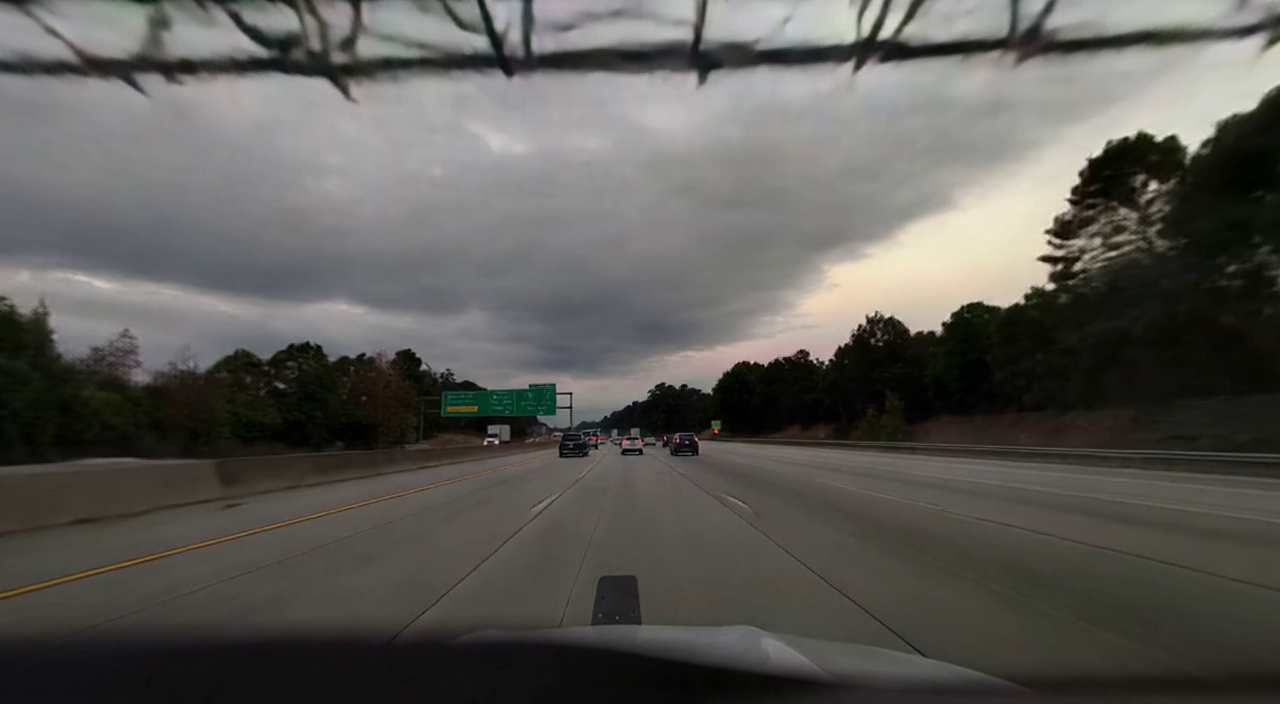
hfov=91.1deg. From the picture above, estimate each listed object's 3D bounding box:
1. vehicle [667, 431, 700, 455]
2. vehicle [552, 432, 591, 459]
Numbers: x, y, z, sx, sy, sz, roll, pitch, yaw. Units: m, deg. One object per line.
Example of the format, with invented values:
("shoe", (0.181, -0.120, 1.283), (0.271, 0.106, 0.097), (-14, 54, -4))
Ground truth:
("vehicle", (3.181, 6.742, 46.781), (2.066, 1.673, 4.225), (0, -8, -2))
("vehicle", (-4.343, 5.962, 40.440), (2.119, 1.629, 3.946), (0, -8, -2))
